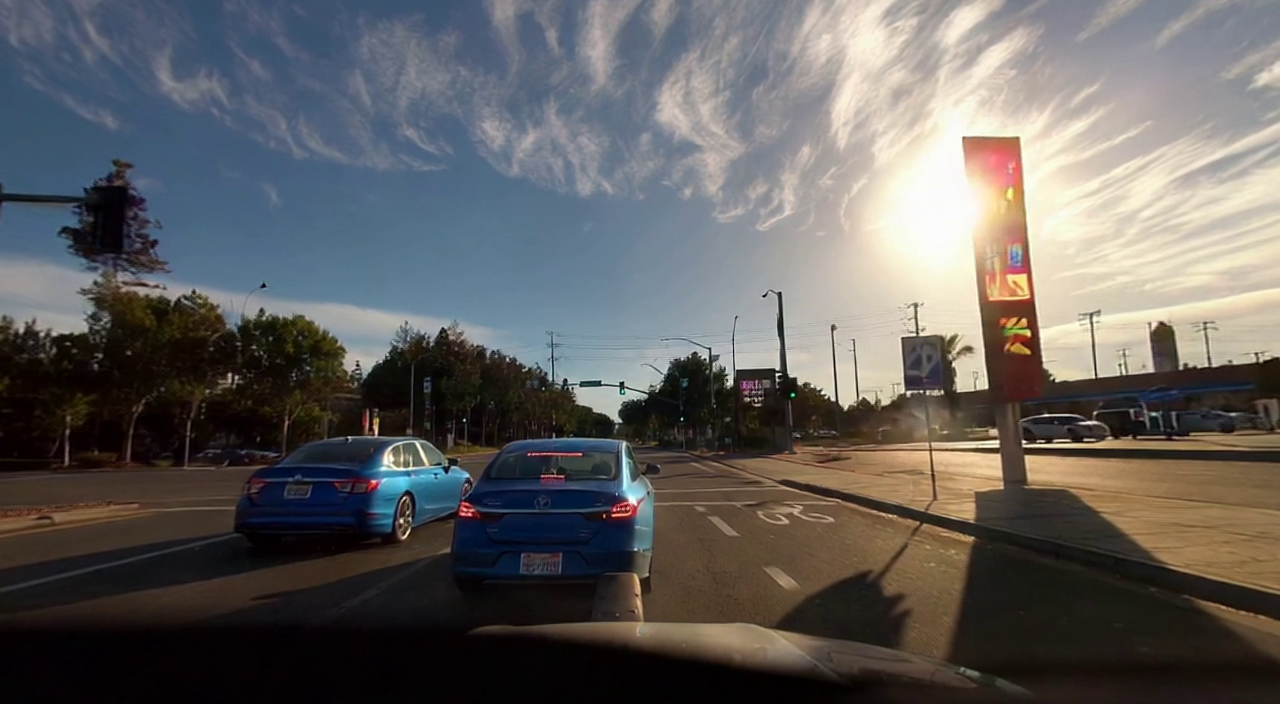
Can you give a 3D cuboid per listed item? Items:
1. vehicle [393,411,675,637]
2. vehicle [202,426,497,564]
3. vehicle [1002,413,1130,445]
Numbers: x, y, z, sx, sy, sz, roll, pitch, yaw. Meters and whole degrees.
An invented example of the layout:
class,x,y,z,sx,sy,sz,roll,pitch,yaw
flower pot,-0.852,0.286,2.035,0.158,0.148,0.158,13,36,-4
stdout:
class,x,y,z,sx,sy,sz,roll,pitch,yaw
vehicle,-0.648,1.495,6.574,1.916,1.510,4.447,0,-8,2
vehicle,-3.754,1.931,9.402,1.995,1.506,4.773,0,-8,2
vehicle,21.163,3.859,31.548,4.874,1.502,2.048,0,-8,0
